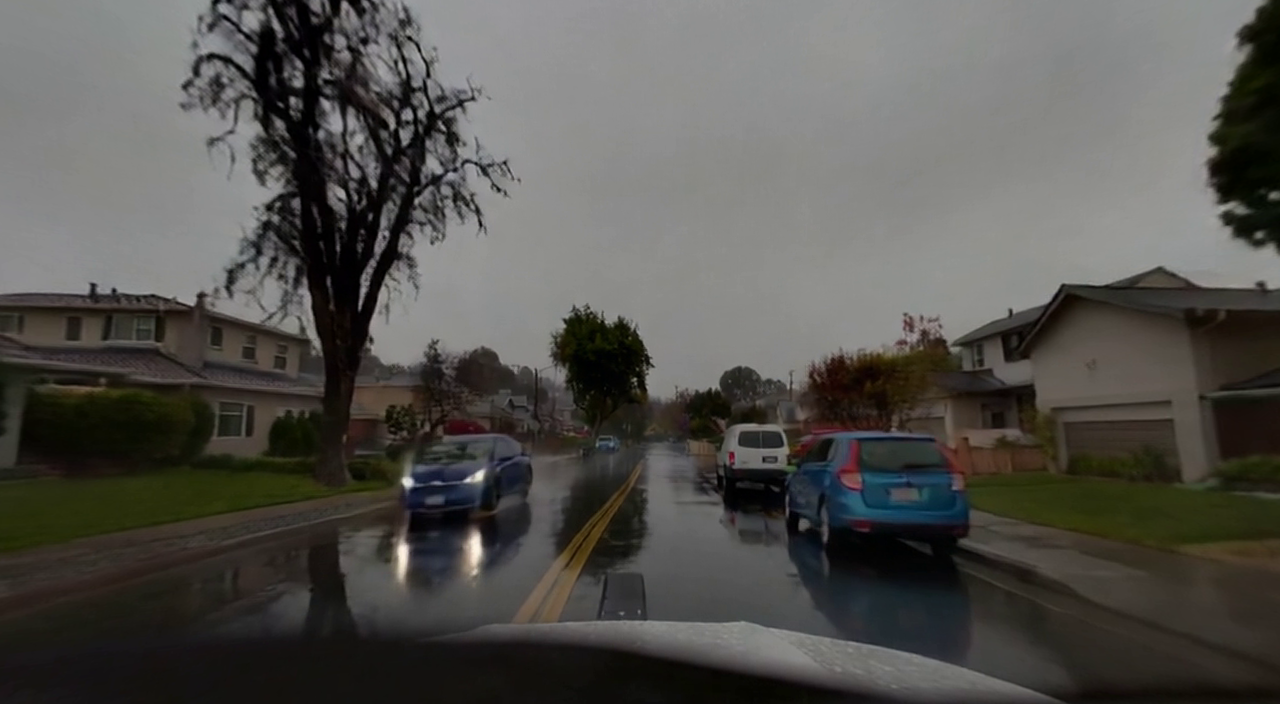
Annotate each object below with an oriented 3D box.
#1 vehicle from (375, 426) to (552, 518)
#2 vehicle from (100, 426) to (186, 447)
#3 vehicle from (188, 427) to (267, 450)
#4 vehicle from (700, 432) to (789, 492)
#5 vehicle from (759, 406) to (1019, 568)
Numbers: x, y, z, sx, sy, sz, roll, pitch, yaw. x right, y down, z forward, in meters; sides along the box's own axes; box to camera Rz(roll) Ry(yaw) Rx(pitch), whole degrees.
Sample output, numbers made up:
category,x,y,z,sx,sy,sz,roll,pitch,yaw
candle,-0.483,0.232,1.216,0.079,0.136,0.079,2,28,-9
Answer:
category,x,y,z,sx,sy,sz,roll,pitch,yaw
vehicle,-3.729,2.663,14.695,2.278,1.704,5.321,-1,-8,4
vehicle,-37.247,6.342,47.409,4.969,1.501,1.905,-1,-10,4
vehicle,-30.780,6.484,47.204,4.562,1.613,1.979,-1,-9,4
vehicle,3.187,3.489,20.405,2.074,1.646,5.457,1,-9,1
vehicle,3.012,1.710,8.771,1.822,1.668,4.147,-1,-8,-1
